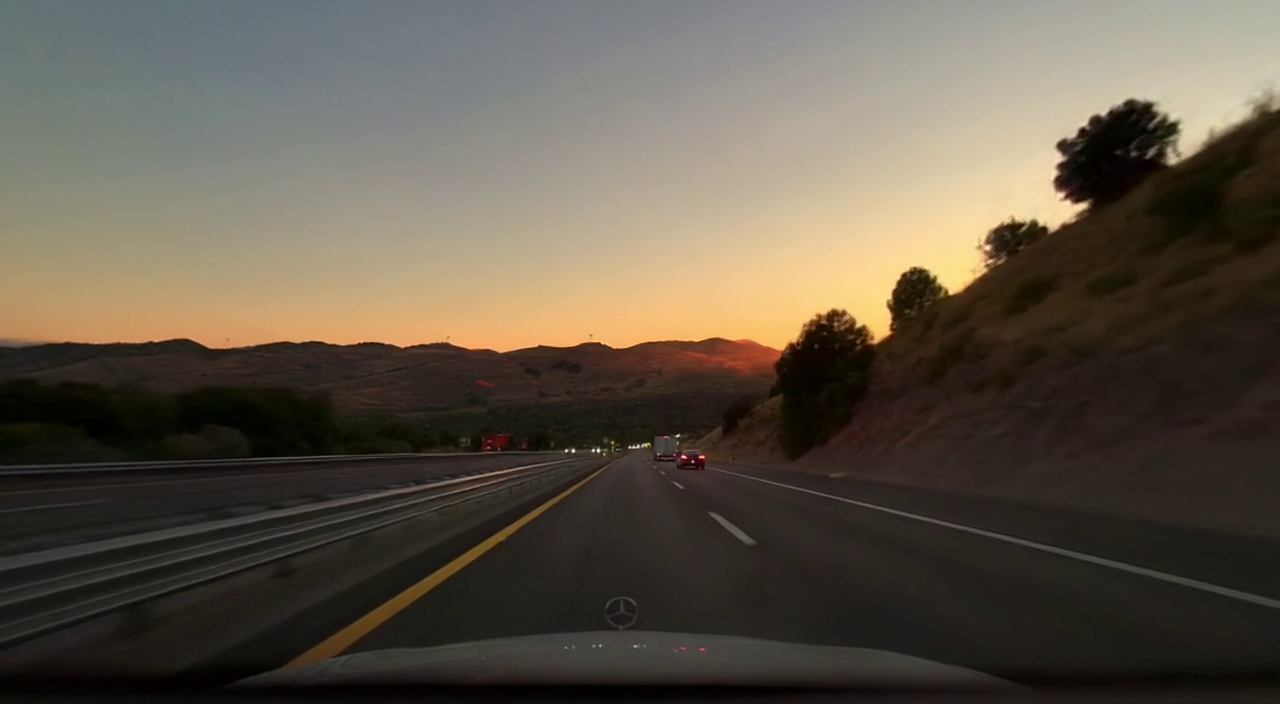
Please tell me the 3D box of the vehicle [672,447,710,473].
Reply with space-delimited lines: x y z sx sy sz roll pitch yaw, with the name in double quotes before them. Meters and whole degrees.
"vehicle" 3.029 6.451 37.752 1.836 1.459 3.766 0 -9 -2
